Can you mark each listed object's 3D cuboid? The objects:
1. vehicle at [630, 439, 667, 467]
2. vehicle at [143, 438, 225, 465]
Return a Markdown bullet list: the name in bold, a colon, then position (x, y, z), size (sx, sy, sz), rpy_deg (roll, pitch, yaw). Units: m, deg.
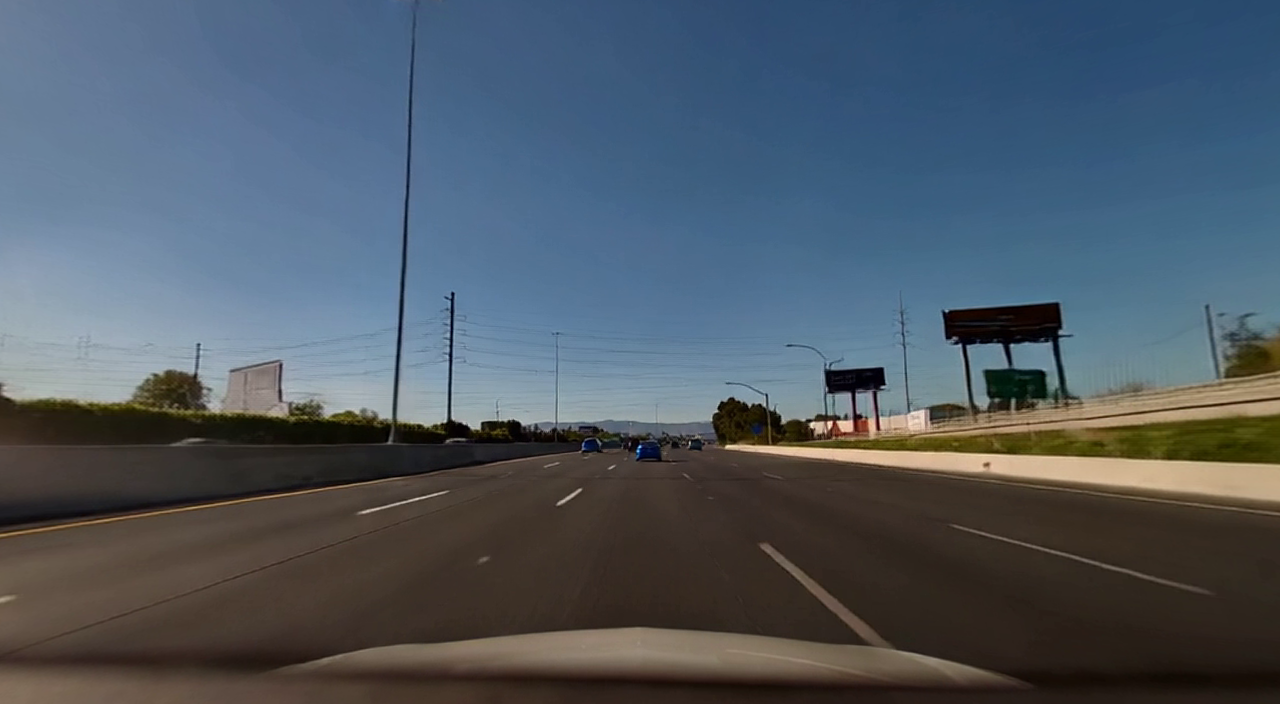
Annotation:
- **vehicle**: position (0.541, 5.966, 37.547), size (2.074, 1.574, 3.971), rpy_deg (0, -8, 1)
- **vehicle**: position (-26.538, 5.794, 36.927), size (1.848, 1.486, 3.811), rpy_deg (-1, -8, 2)
